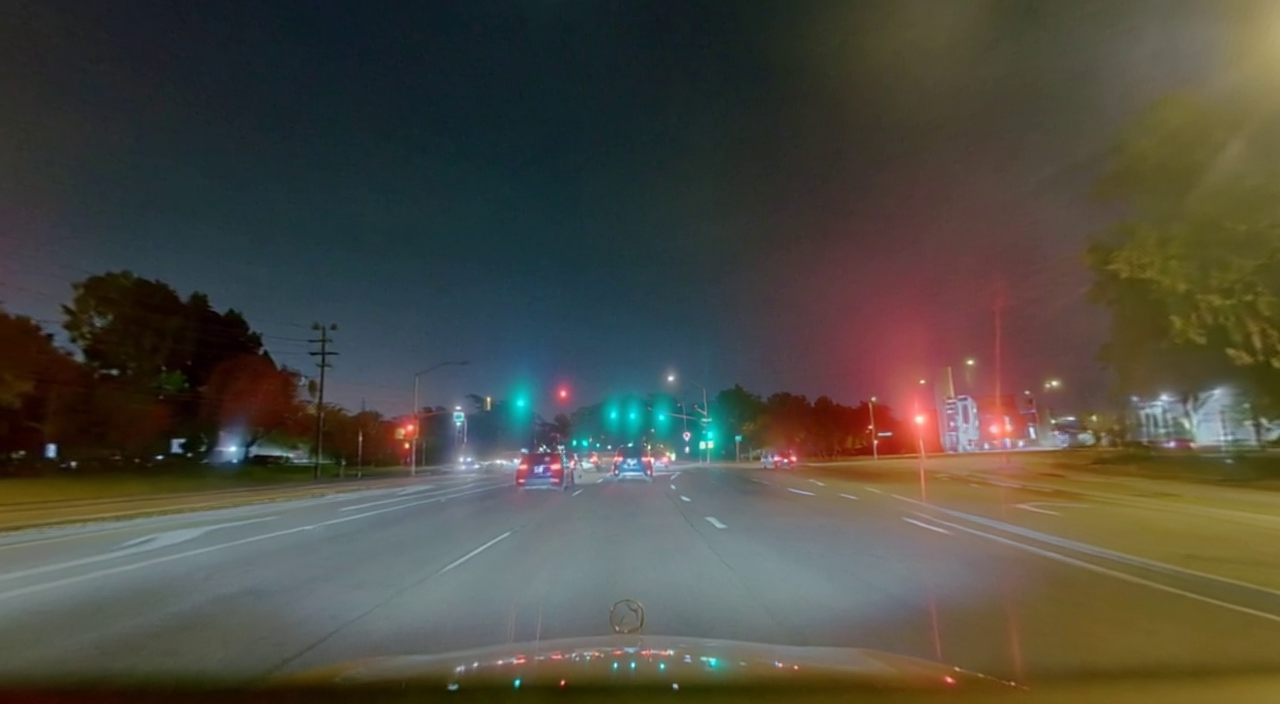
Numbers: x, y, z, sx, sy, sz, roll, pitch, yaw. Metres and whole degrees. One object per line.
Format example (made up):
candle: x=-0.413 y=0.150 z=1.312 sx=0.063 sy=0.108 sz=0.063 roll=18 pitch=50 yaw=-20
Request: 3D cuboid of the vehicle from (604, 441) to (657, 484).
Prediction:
vehicle: x=-0.383 y=5.130 z=29.540 sx=2.276 sy=1.850 sz=3.897 roll=0 pitch=-8 yaw=1

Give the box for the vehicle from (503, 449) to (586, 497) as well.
vehicle: x=-3.133 y=4.073 z=21.719 sx=2.064 sy=1.464 sz=4.373 roll=0 pitch=-8 yaw=2
